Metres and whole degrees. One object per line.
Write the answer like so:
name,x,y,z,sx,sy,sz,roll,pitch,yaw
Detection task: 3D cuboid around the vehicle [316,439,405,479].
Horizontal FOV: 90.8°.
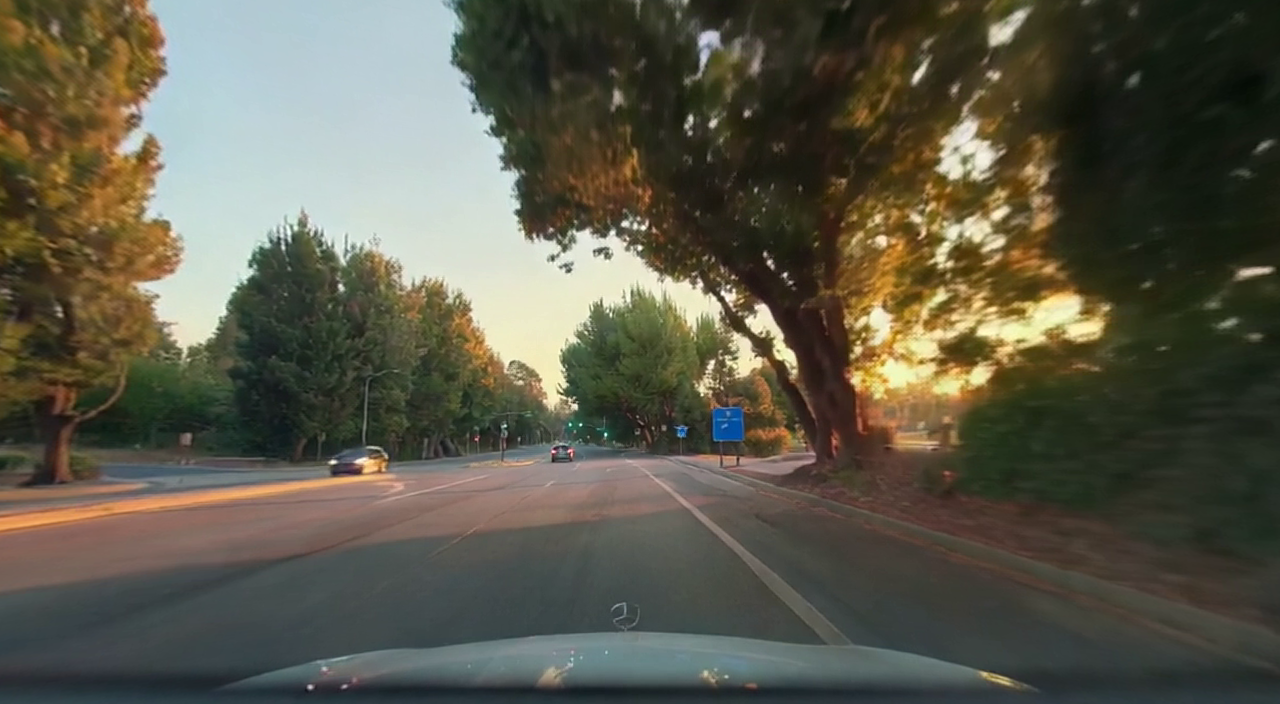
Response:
vehicle,-14.231,5.452,32.600,2.277,1.857,5.330,0,-8,-2
